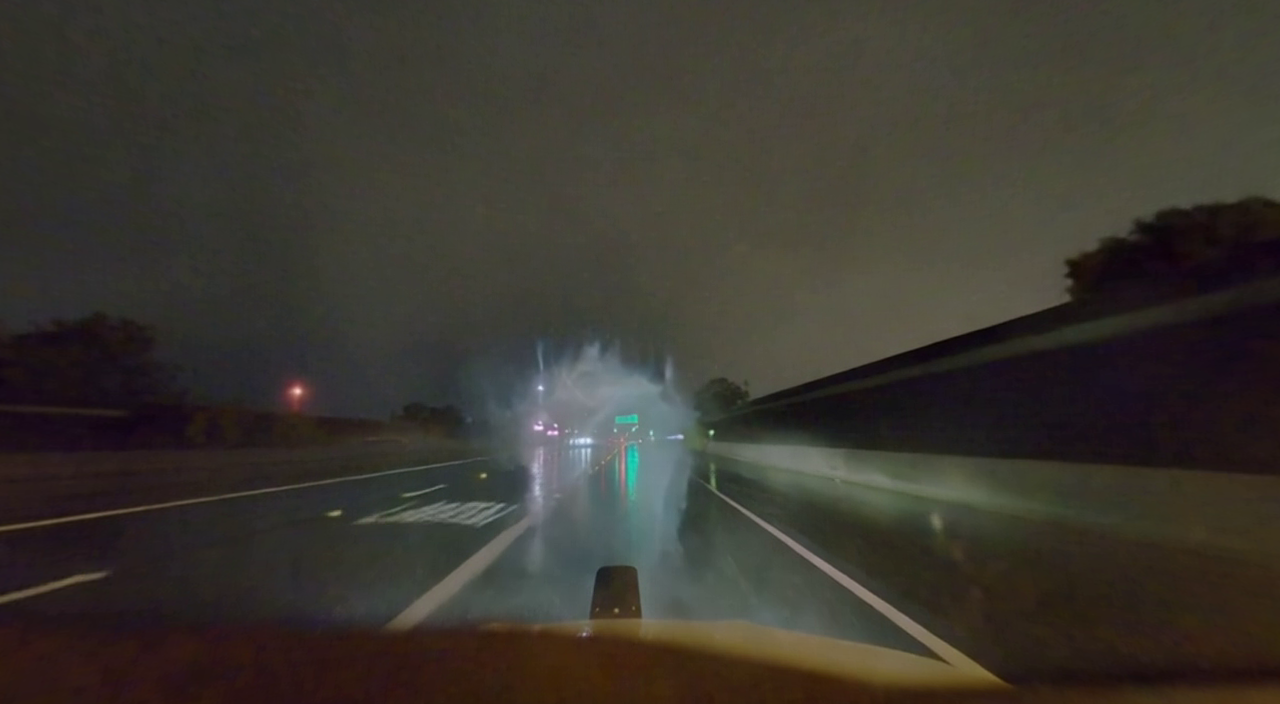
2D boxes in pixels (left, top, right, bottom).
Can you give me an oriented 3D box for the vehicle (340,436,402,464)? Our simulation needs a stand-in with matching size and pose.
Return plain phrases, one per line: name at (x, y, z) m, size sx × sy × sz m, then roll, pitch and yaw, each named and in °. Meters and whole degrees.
vehicle at (-15.796, 5.751, 37.192) m, size 1.876 × 1.517 × 4.189 m, roll 0°, pitch -8°, yaw -1°
